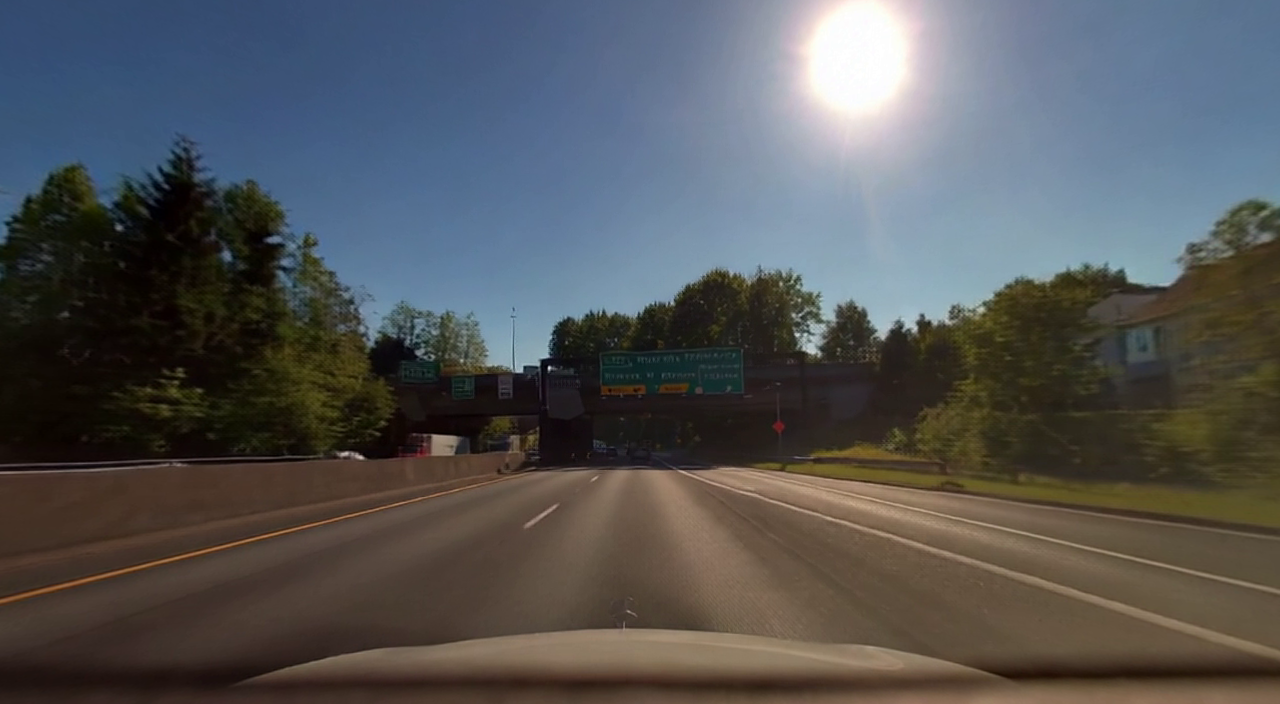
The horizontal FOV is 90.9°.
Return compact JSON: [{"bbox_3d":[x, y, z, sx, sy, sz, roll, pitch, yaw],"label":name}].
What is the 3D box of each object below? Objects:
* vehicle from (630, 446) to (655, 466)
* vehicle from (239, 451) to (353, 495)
[{"bbox_3d":[0.182,7.985,48.436,1.860,1.473,3.689,0,-9,1],"label":"vehicle"},{"bbox_3d":[-12.551,4.408,23.346,1.829,1.472,4.158,0,-9,1],"label":"vehicle"}]
